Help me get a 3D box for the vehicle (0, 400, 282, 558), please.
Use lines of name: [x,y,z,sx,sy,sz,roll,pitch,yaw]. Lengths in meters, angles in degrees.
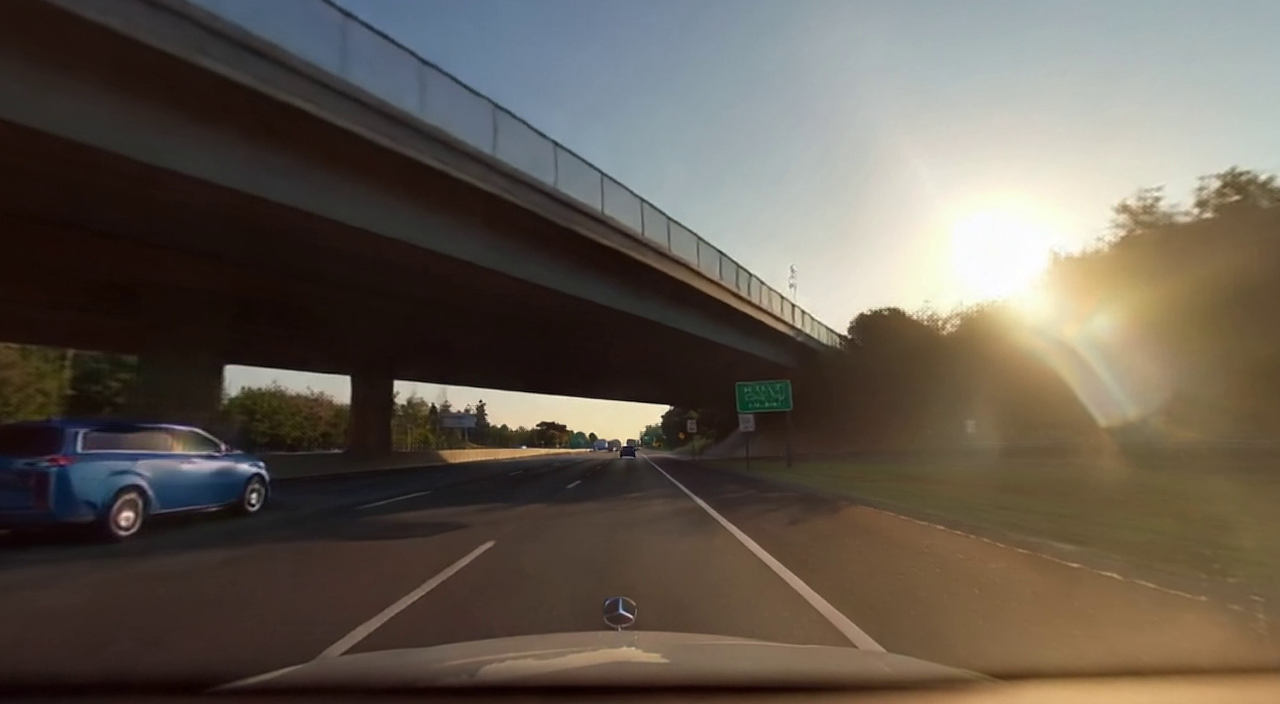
vehicle: [-8.065,1.814,9.754,2.231,1.807,4.758,0,-8,0]
